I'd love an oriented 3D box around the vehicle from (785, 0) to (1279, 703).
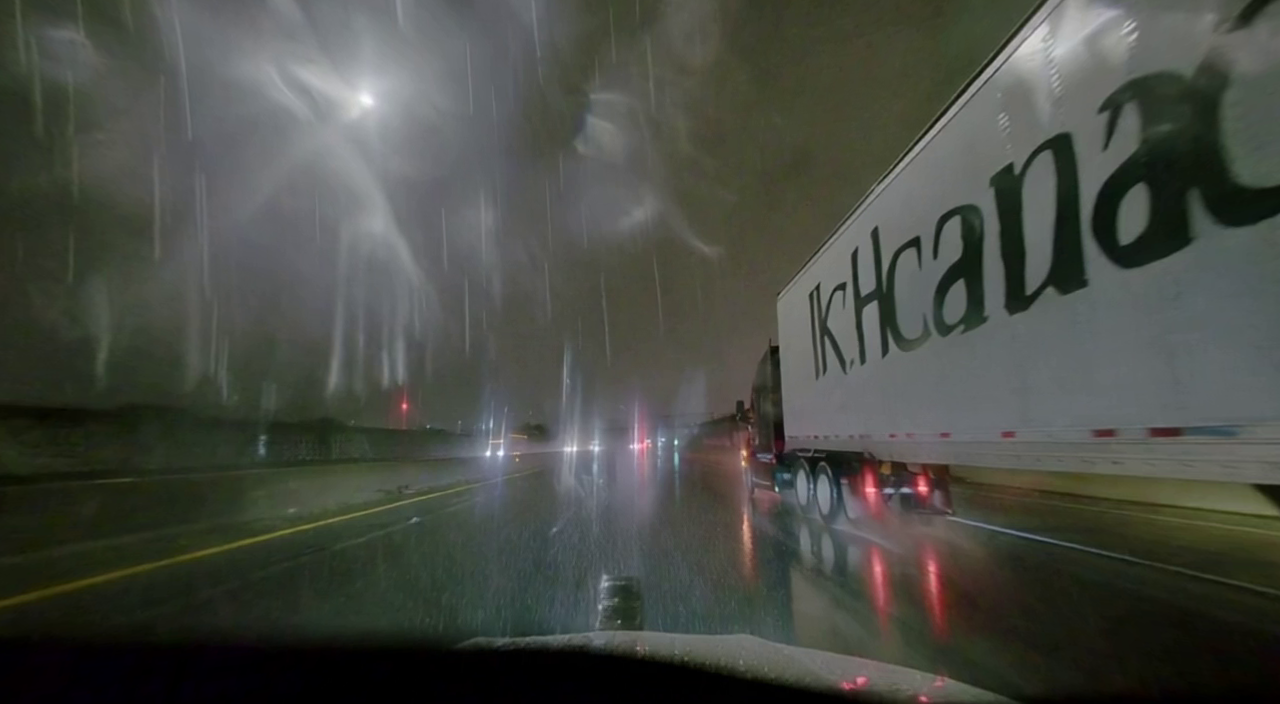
[{"bbox_3d":[4.499,-0.131,5.180,2.993,4.433,13.992,0,-9,-1],"label":"vehicle"}]
